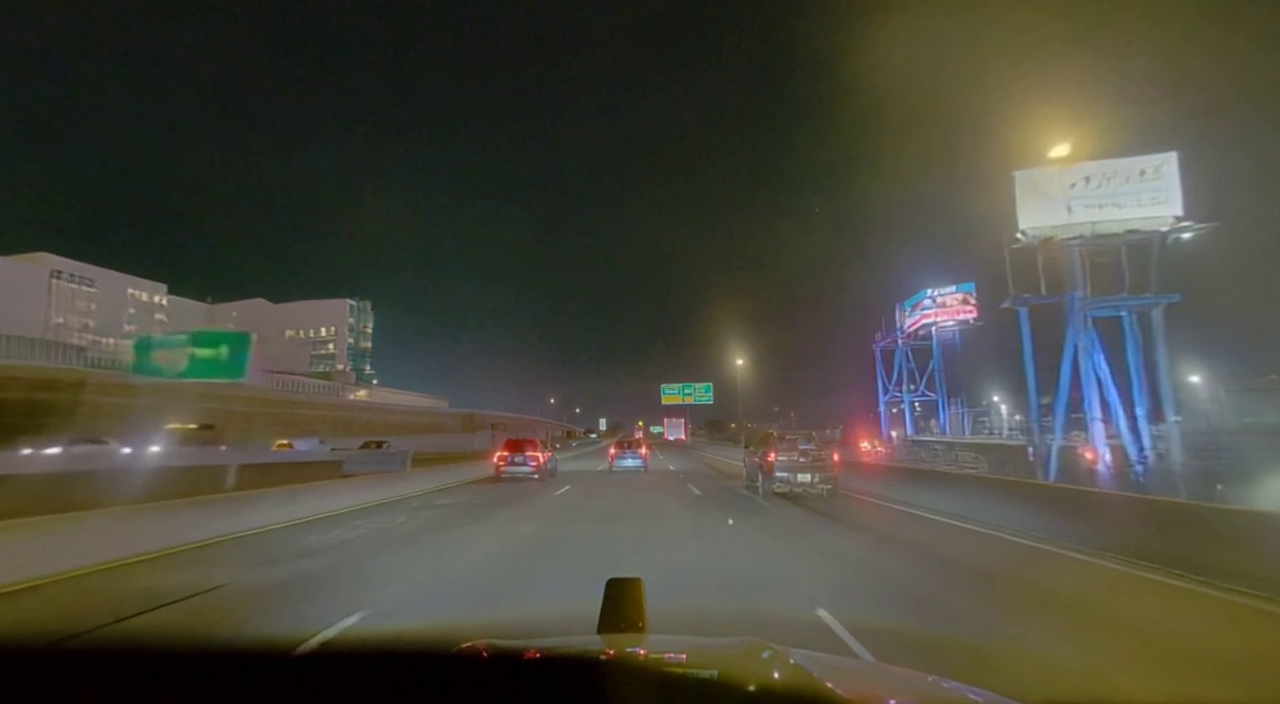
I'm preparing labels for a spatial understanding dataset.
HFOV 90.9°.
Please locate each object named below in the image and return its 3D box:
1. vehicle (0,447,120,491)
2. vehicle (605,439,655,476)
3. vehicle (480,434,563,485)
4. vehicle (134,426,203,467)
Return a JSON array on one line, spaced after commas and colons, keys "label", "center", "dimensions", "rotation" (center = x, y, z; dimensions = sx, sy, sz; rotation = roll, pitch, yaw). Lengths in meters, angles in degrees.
[{"label": "vehicle", "center": [-28.848, 5.681, 31.105], "dimensions": [2.051, 1.965, 4.929], "rotation": [0, -8, 1]}, {"label": "vehicle", "center": [-0.372, 4.276, 25.788], "dimensions": [1.877, 1.386, 3.872], "rotation": [0, -8, 0]}, {"label": "vehicle", "center": [-4.019, 3.710, 22.122], "dimensions": [2.064, 1.589, 4.213], "rotation": [0, -8, 1]}, {"label": "vehicle", "center": [-32.407, 6.477, 43.443], "dimensions": [2.120, 2.646, 3.194], "rotation": [-2, -8, 2]}]
